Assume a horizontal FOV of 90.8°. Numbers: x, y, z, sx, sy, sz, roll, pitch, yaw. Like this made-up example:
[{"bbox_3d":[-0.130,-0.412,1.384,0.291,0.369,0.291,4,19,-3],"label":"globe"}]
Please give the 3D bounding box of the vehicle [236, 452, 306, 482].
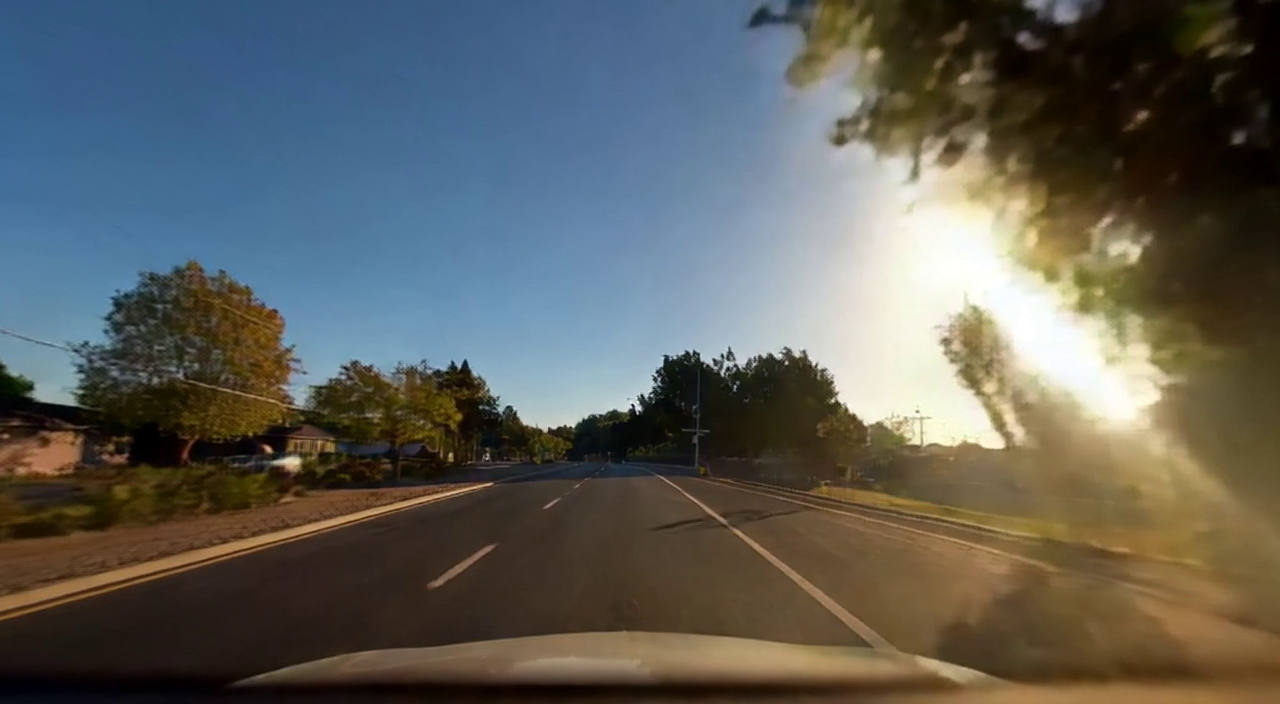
[{"bbox_3d":[-22.674,7.079,39.058,1.891,1.718,4.251,0,-9,-3],"label":"vehicle"}]
